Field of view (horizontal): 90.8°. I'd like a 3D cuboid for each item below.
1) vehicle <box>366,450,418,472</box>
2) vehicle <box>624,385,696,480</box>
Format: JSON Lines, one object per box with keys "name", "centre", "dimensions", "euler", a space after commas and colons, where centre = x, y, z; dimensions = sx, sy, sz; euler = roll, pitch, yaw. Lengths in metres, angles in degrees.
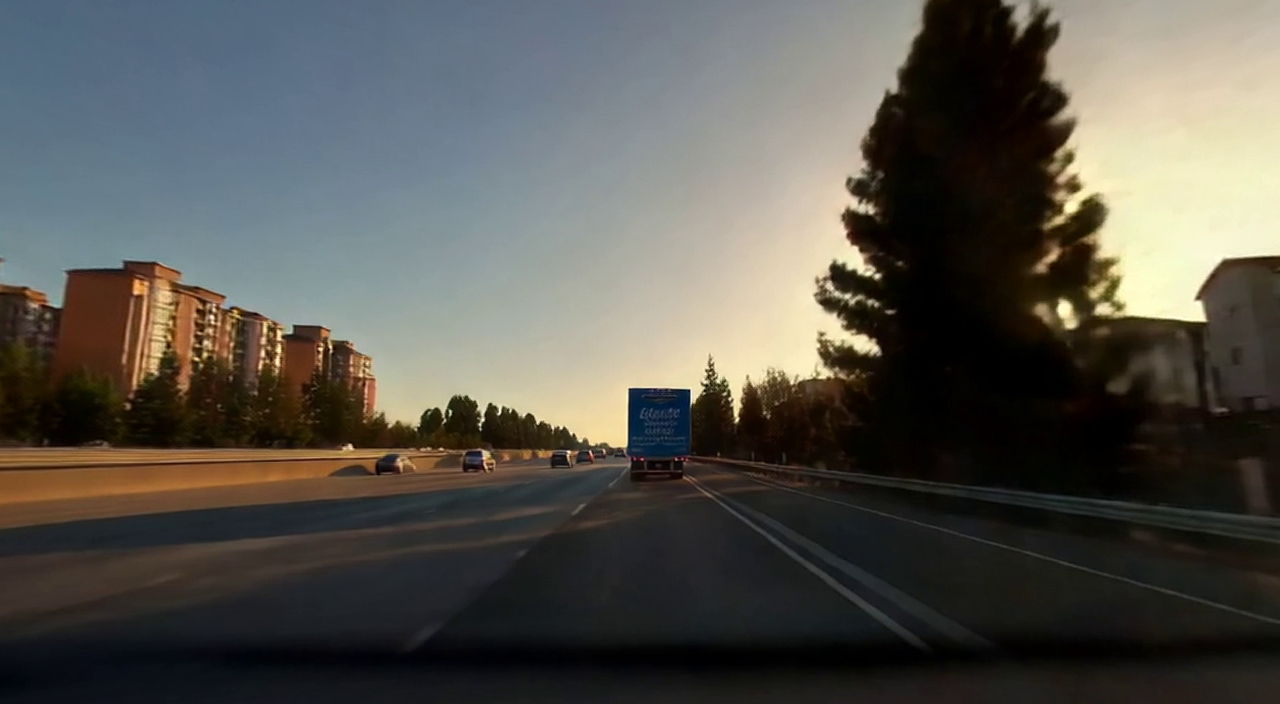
{"name": "vehicle", "centre": [-17.567, 7.740, 44.989], "dimensions": [1.901, 1.485, 4.279], "euler": [0, -9, 1]}
{"name": "vehicle", "centre": [0.827, 4.713, 35.409], "dimensions": [3.140, 4.100, 15.551], "euler": [1, -9, 0]}
